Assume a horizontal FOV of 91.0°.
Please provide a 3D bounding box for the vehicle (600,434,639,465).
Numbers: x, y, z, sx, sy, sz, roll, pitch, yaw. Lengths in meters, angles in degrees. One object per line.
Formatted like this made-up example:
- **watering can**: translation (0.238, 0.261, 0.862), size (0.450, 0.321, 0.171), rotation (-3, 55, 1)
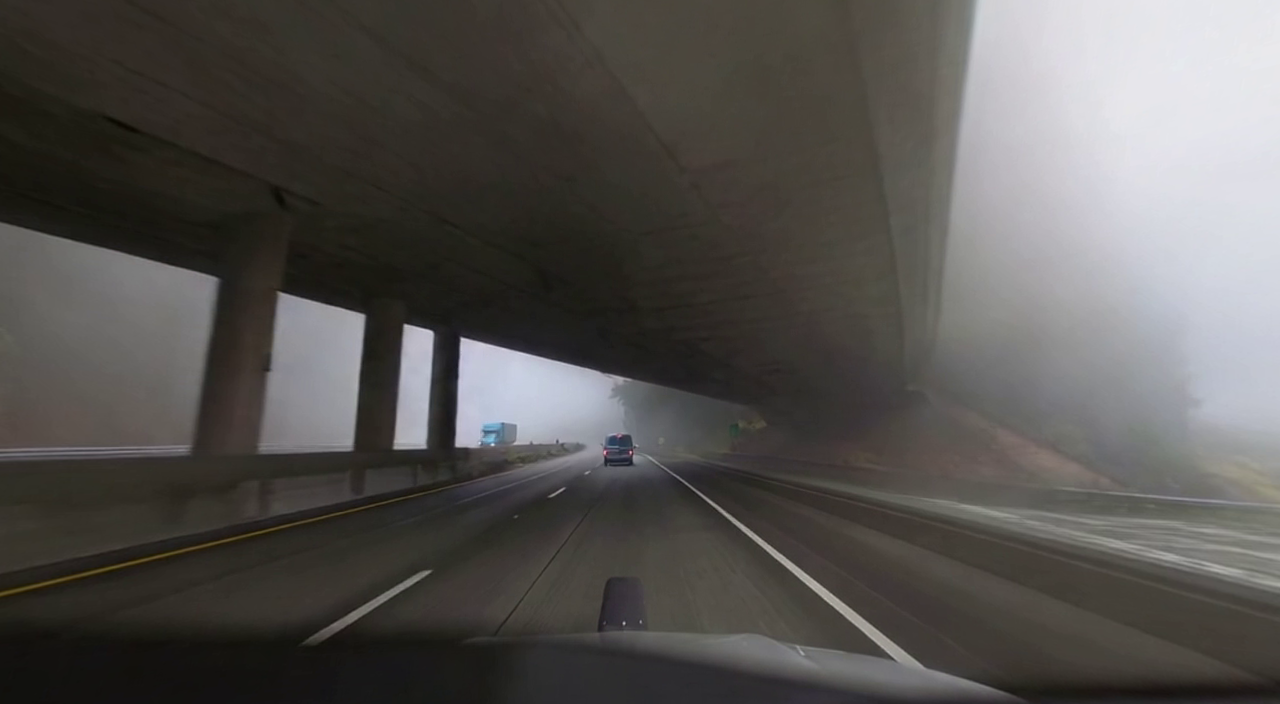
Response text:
- **vehicle**: translation (-1.367, 6.388, 41.319), size (2.372, 1.891, 5.061), rotation (0, -8, -2)
